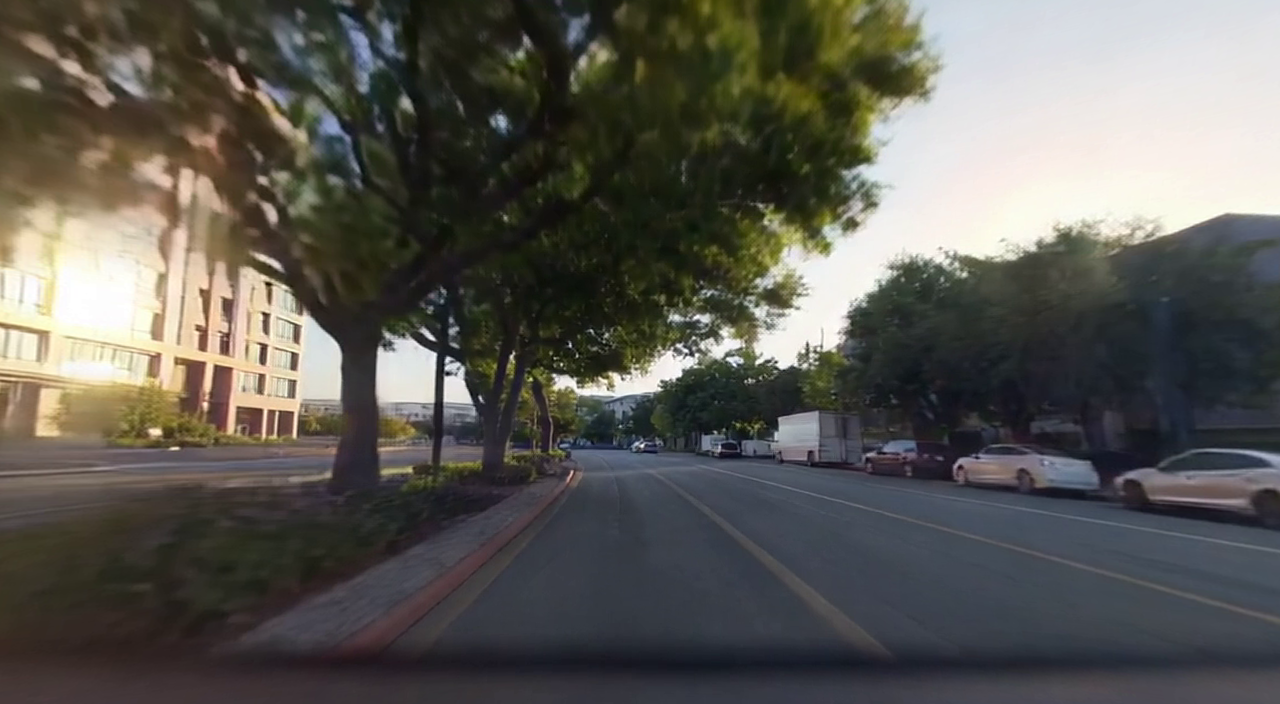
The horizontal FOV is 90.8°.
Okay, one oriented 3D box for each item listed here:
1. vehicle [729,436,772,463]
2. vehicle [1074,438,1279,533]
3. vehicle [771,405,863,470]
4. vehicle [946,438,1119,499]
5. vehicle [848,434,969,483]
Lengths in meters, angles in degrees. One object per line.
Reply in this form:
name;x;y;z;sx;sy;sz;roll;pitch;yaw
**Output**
vehicle;8.495;7.557;48.919;1.916;1.889;4.675;5;-9;-7
vehicle;10.857;2.374;11.828;1.895;1.467;4.885;0;-9;-1
vehicle;9.620;4.812;35.139;2.853;3.253;6.441;1;-9;-4
vehicle;10.756;3.195;17.785;1.801;1.489;4.339;1;-9;-5
vehicle;10.355;4.151;24.961;2.050;1.699;5.584;1;-9;-3
